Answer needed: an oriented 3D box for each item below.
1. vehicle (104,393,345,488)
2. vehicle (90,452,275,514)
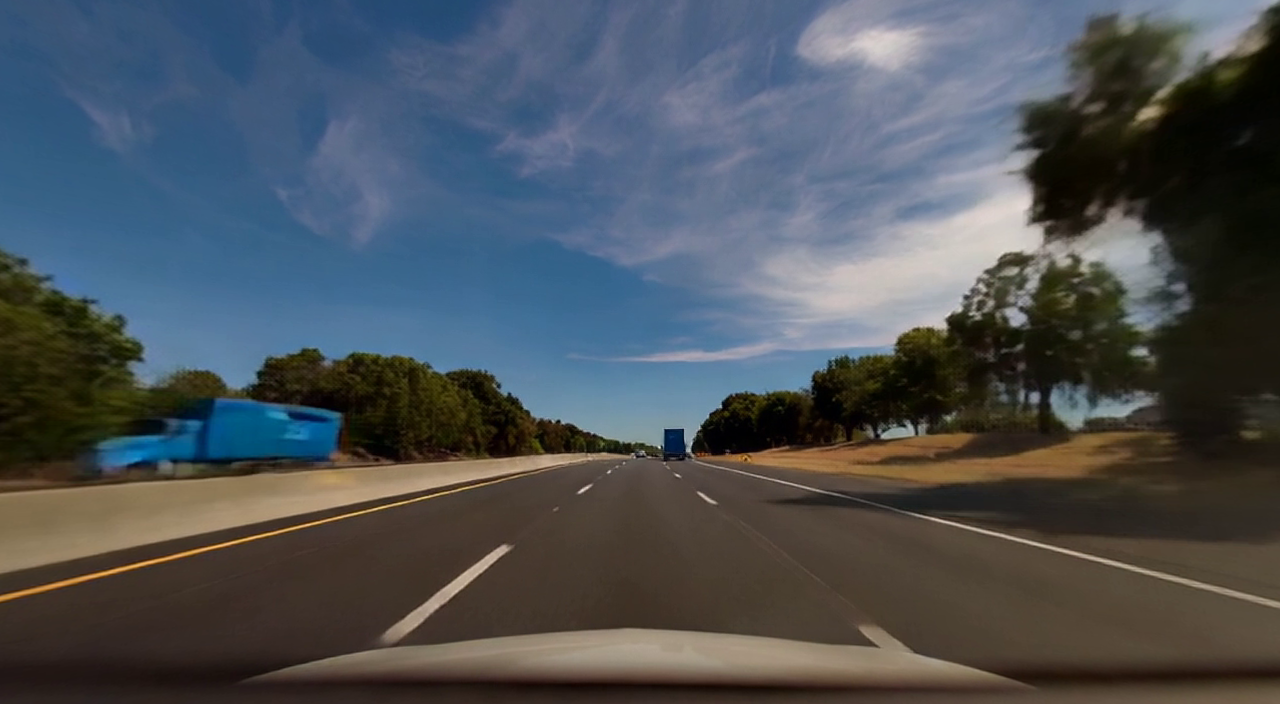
[{"bbox_3d":[-19.633,4.517,31.735,2.995,3.744,13.270,0,-9,1],"label":"vehicle"},{"bbox_3d":[-12.230,3.487,17.293,1.849,1.447,4.304,0,-9,0],"label":"vehicle"}]
